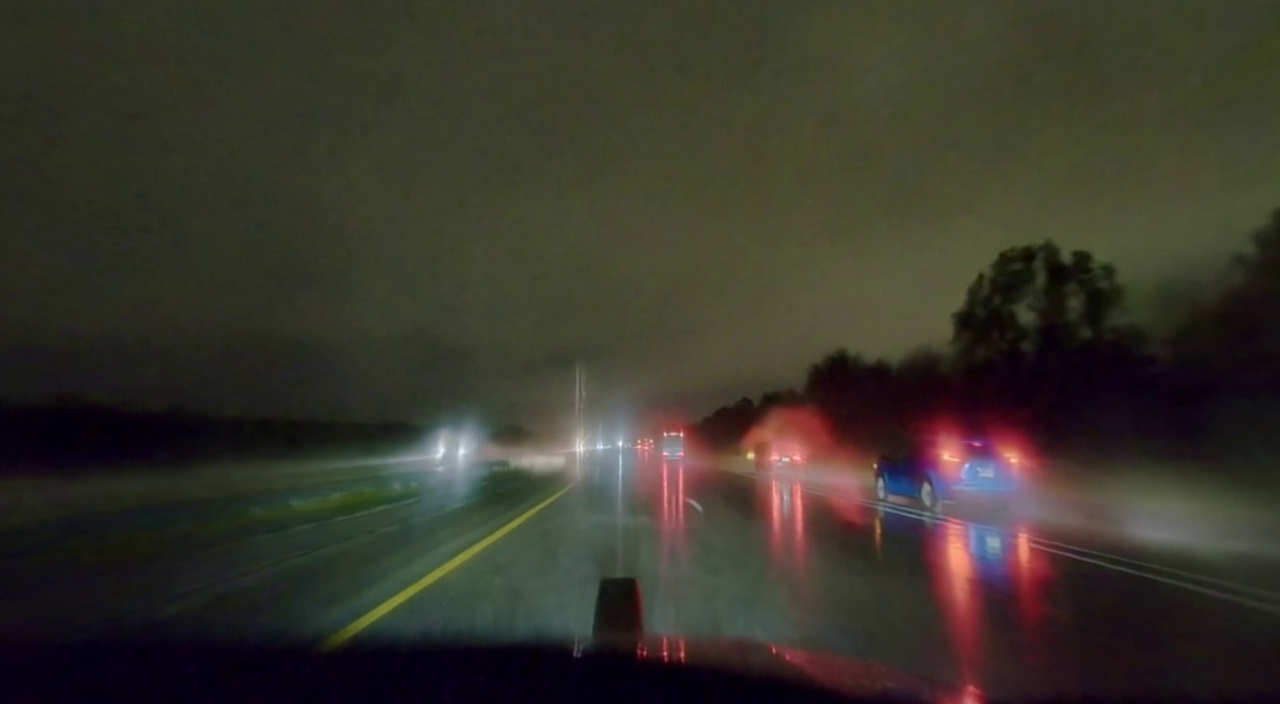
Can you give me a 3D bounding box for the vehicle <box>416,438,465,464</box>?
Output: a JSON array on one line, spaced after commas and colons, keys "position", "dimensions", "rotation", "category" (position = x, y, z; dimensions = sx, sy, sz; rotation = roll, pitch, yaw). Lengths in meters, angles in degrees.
[{"position": [-13.910, 6.952, 44.052], "dimensions": [2.013, 1.690, 4.217], "rotation": [0, -9, 0], "category": "vehicle"}]
